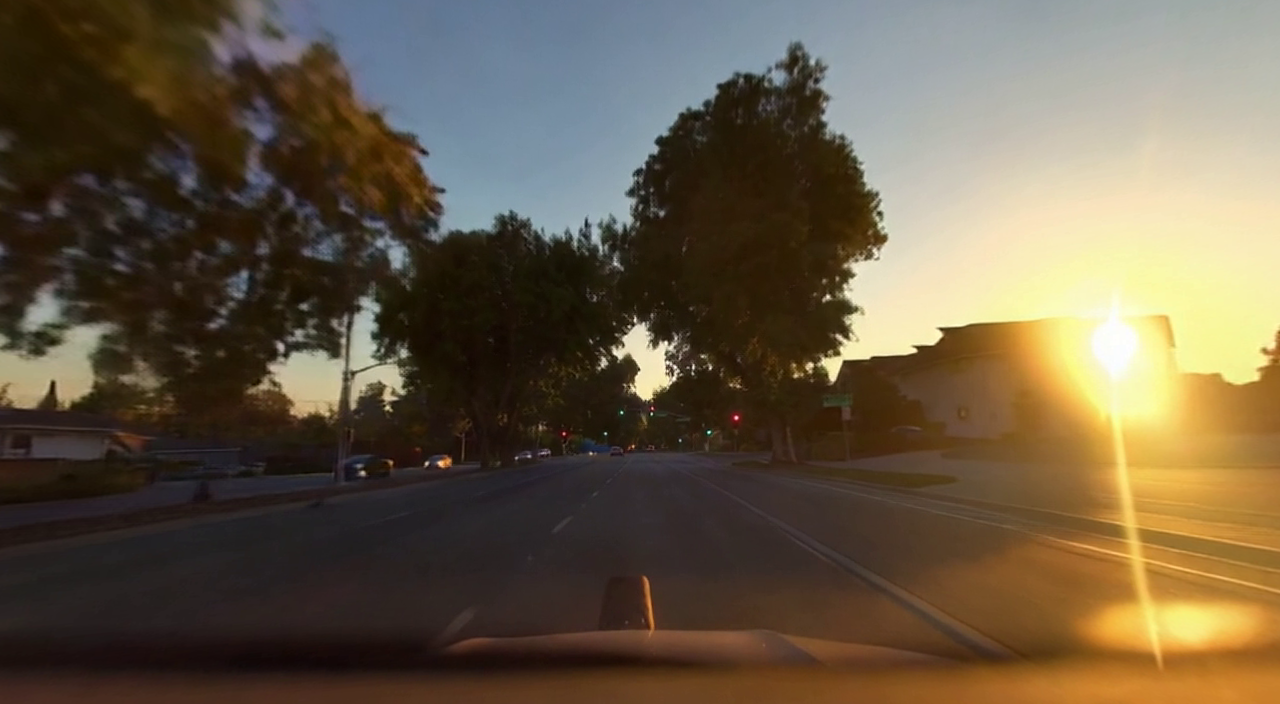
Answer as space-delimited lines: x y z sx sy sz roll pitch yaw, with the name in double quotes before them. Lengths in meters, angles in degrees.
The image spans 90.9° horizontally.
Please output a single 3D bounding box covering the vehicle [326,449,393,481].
"vehicle" -16.487 6.638 37.278 1.935 1.686 4.202 -1 -9 1
